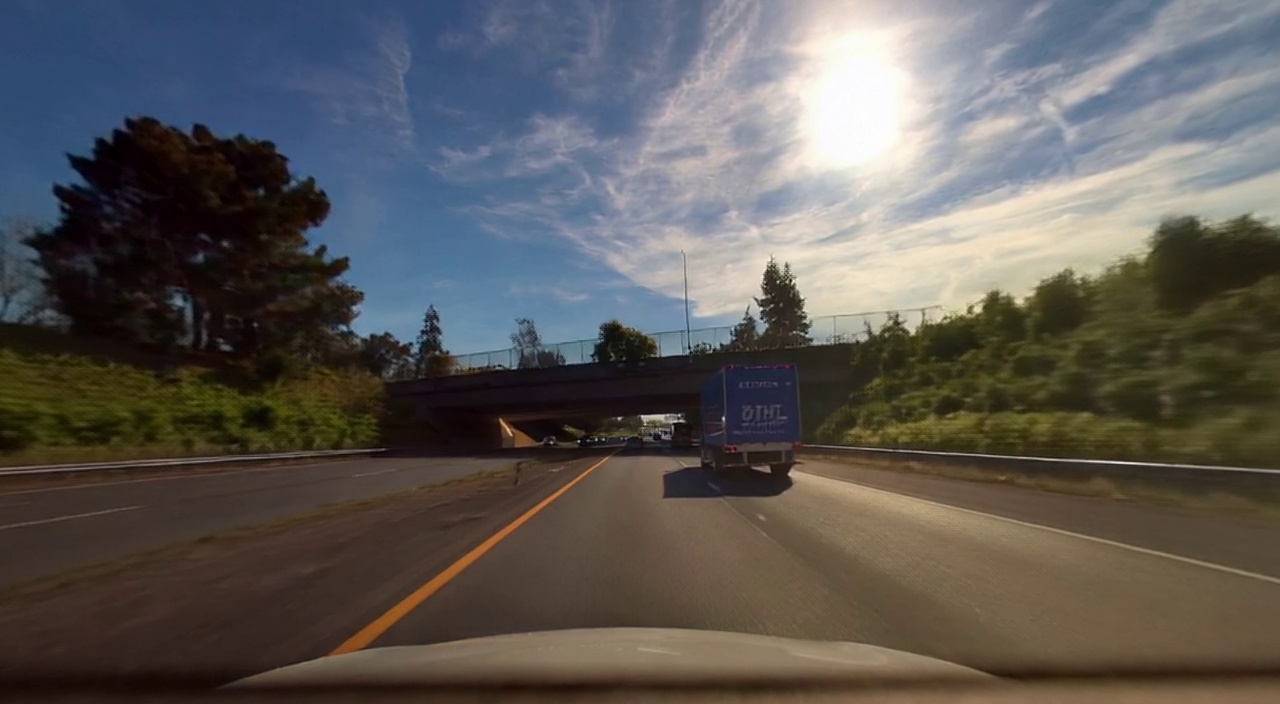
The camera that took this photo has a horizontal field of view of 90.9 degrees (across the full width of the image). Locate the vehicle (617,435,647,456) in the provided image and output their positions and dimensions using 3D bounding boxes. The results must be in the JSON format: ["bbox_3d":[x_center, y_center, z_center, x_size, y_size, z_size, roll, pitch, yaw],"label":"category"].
[{"bbox_3d":[-0.555,6.457,43.703,1.996,1.325,4.029,0,-7,0],"label":"vehicle"}]

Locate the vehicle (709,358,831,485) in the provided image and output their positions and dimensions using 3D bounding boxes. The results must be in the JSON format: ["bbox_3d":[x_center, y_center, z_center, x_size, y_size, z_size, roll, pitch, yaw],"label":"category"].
[{"bbox_3d":[3.748,2.080,18.878,2.913,3.491,2.811,0,-7,-1],"label":"vehicle"}]
